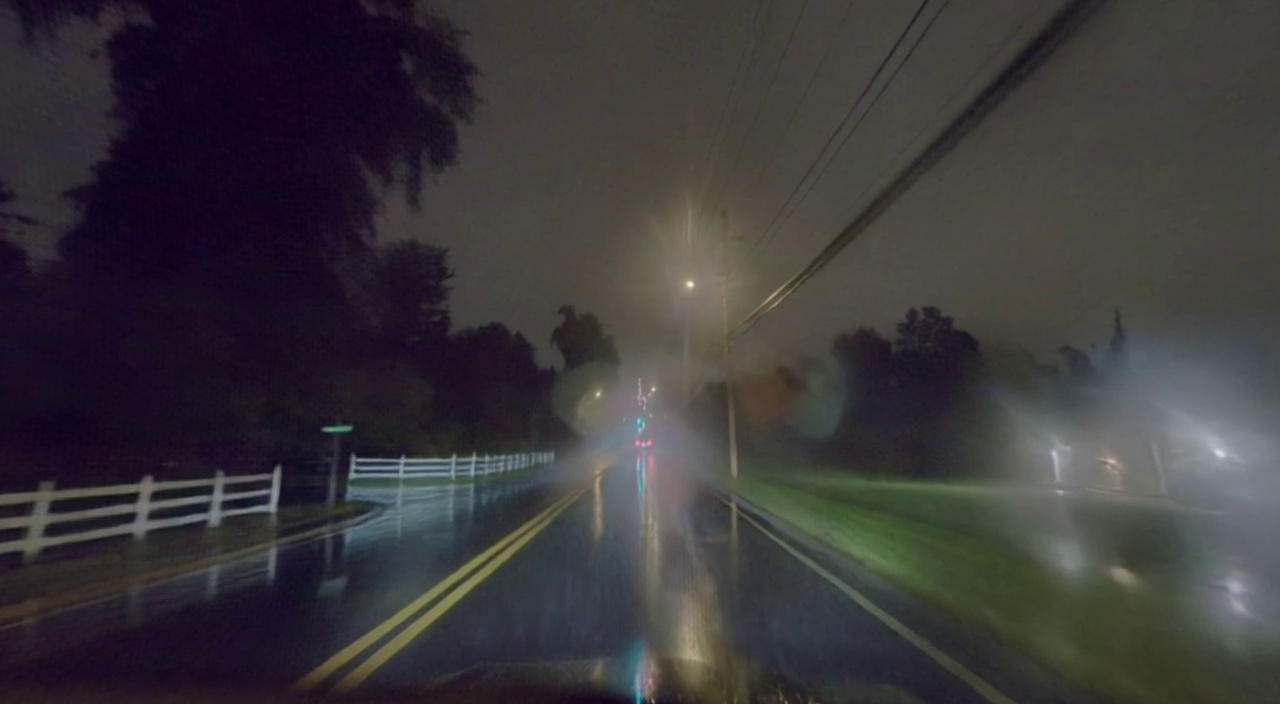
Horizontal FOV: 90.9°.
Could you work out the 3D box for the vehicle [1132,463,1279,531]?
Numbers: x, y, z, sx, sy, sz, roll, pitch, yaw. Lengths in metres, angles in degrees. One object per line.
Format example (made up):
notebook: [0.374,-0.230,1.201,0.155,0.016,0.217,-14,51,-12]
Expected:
vehicle: [15.925,3.754,16.723,2.001,1.450,4.481,0,-9,-2]
